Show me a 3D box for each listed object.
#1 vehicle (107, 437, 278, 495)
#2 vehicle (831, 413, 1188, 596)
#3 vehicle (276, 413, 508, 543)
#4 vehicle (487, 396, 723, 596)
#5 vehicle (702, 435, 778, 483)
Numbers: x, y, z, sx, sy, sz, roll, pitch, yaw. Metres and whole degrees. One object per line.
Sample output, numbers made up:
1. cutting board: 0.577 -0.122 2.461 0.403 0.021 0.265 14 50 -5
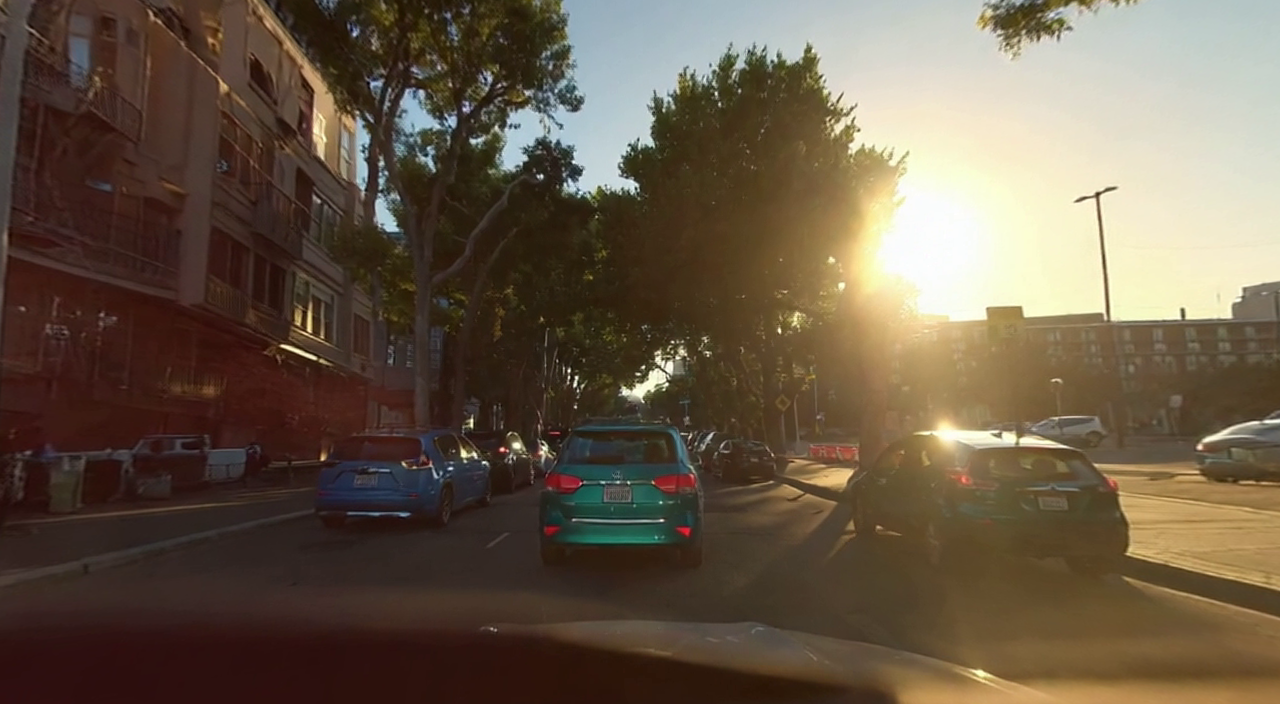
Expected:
1. vehicle: -15.241 3.888 21.902 1.972 1.759 5.347 0 -8 1
2. vehicle: 3.771 1.601 7.399 1.847 1.554 3.885 0 -8 1
3. vehicle: -3.742 1.986 10.520 2.012 1.701 4.316 0 -8 2
4. vehicle: -0.243 1.533 7.498 2.022 1.700 4.084 0 -8 2
5. vehicle: 3.324 3.635 21.614 1.948 1.475 4.093 0 -8 0
